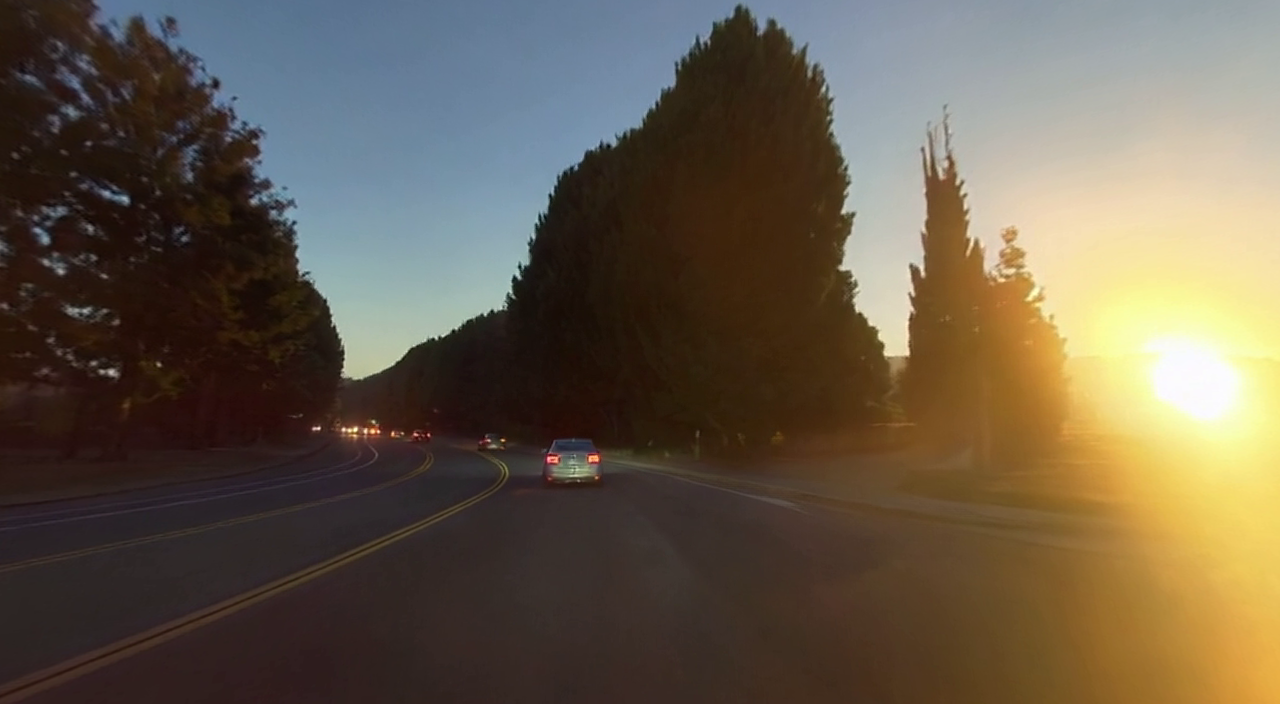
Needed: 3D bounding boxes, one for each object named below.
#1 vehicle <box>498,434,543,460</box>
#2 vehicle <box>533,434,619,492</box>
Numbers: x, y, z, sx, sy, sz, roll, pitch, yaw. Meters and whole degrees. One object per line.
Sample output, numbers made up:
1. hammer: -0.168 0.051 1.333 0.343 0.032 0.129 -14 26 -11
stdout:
1. vehicle: -7.388 5.825 38.684 2.080 1.530 3.719 3 -9 -20
2. vehicle: -2.026 3.282 19.009 2.296 1.510 4.068 1 -8 -9
